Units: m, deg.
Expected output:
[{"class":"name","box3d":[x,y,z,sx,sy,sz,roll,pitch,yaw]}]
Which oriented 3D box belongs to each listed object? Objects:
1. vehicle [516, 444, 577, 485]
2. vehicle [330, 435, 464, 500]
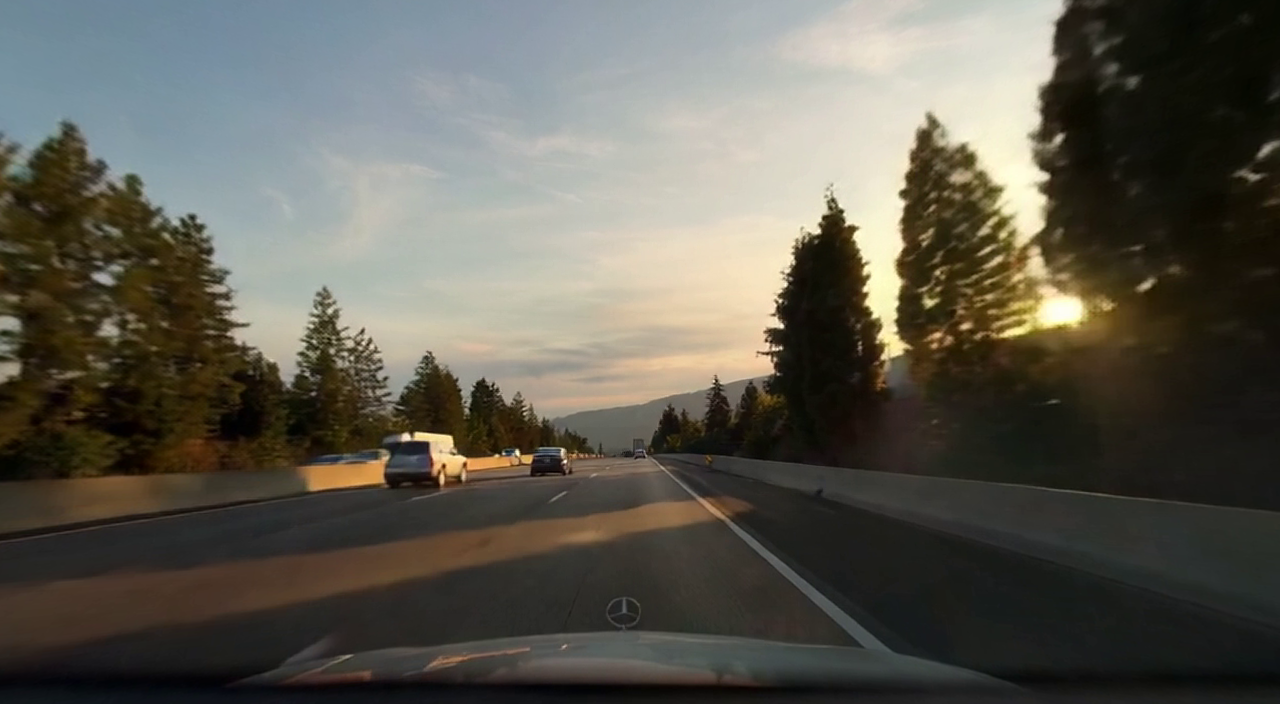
[{"class":"vehicle","box3d":[-3.753,4.565,25.861,1.893,1.521,3.742,0,-9,0]},{"class":"vehicle","box3d":[-7.258,3.502,19.566,2.173,1.722,4.869,0,-9,0]}]
